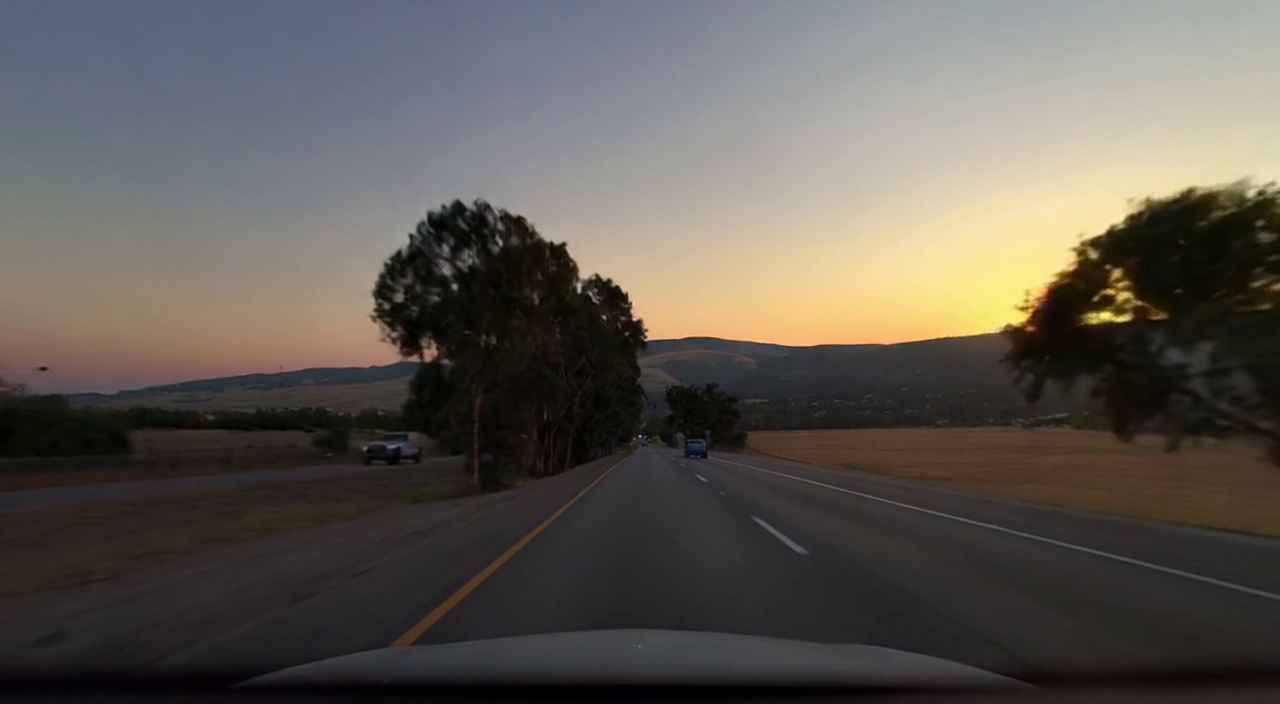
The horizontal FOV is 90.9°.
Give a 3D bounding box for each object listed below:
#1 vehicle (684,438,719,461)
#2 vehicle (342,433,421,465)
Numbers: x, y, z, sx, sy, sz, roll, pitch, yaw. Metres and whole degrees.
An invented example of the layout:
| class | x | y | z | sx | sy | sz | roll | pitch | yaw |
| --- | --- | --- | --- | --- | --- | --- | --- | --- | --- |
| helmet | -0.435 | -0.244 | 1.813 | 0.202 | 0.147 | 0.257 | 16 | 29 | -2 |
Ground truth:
| class | x | y | z | sx | sy | sz | roll | pitch | yaw |
| --- | --- | --- | --- | --- | --- | --- | --- | --- | --- |
| vehicle | 4.476 | 7.188 | 46.619 | 2.157 | 1.640 | 4.056 | 0 | -8 | 0 |
| vehicle | -16.935 | 6.390 | 41.770 | 2.550 | 1.966 | 6.105 | 0 | -8 | 1 |
